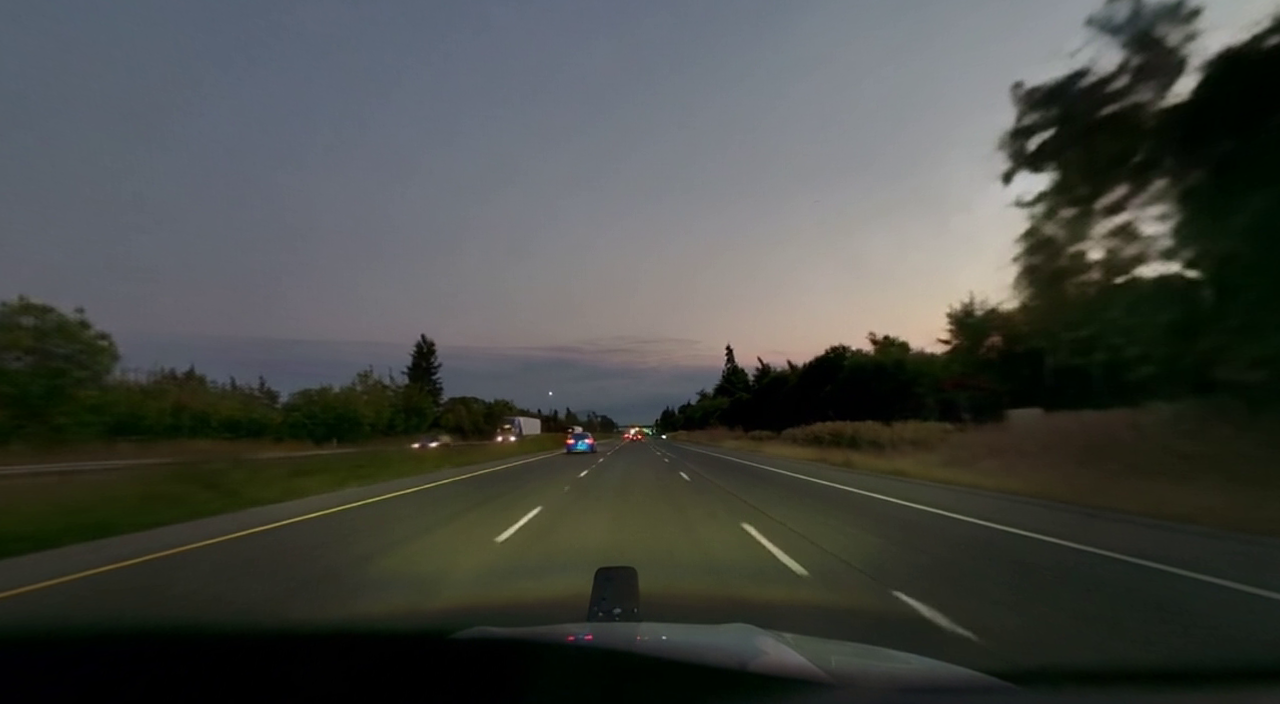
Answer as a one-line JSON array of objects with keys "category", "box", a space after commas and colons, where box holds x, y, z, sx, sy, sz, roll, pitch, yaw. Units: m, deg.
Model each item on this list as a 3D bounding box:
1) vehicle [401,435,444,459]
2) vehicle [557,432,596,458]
[{"category": "vehicle", "box": [-14.281, 6.239, 41.584, 1.584, 1.442, 3.502, 0, -8, 0]}, {"category": "vehicle", "box": [-3.864, 5.729, 39.011, 2.085, 1.479, 3.846, 0, -8, -1]}]
